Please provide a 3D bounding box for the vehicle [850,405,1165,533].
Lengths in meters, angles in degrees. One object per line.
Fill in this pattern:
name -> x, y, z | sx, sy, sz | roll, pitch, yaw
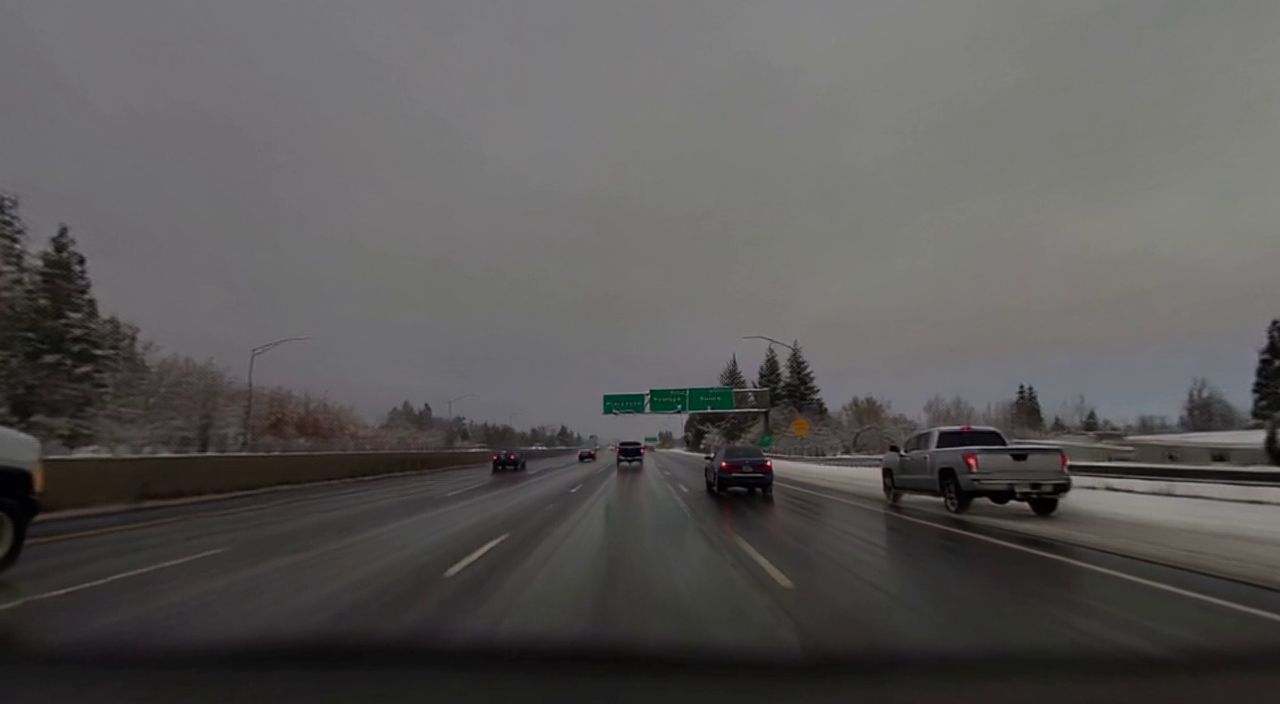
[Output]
vehicle -> 6.554, 2.206, 12.569 | 2.635, 1.919, 5.907 | 0, -8, -1

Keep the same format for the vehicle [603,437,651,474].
vehicle -> -0.634, 5.389, 33.168 | 2.323, 1.805, 4.729 | 0, -8, 0

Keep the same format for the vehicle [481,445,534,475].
vehicle -> -7.095, 5.806, 34.292 | 1.920, 1.482, 4.385 | 0, -8, 0

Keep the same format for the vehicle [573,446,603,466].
vehicle -> -3.978, 7.977, 48.555 | 1.935, 1.487, 4.076 | 0, -8, 0

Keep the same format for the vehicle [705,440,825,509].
vehicle -> 2.916, 2.954, 15.780 | 2.011, 1.462, 4.286 | 0, -8, -1

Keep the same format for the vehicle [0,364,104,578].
vehicle -> -7.269, 0.828, 3.964 | 2.444, 2.012, 6.122 | 0, -8, 0
